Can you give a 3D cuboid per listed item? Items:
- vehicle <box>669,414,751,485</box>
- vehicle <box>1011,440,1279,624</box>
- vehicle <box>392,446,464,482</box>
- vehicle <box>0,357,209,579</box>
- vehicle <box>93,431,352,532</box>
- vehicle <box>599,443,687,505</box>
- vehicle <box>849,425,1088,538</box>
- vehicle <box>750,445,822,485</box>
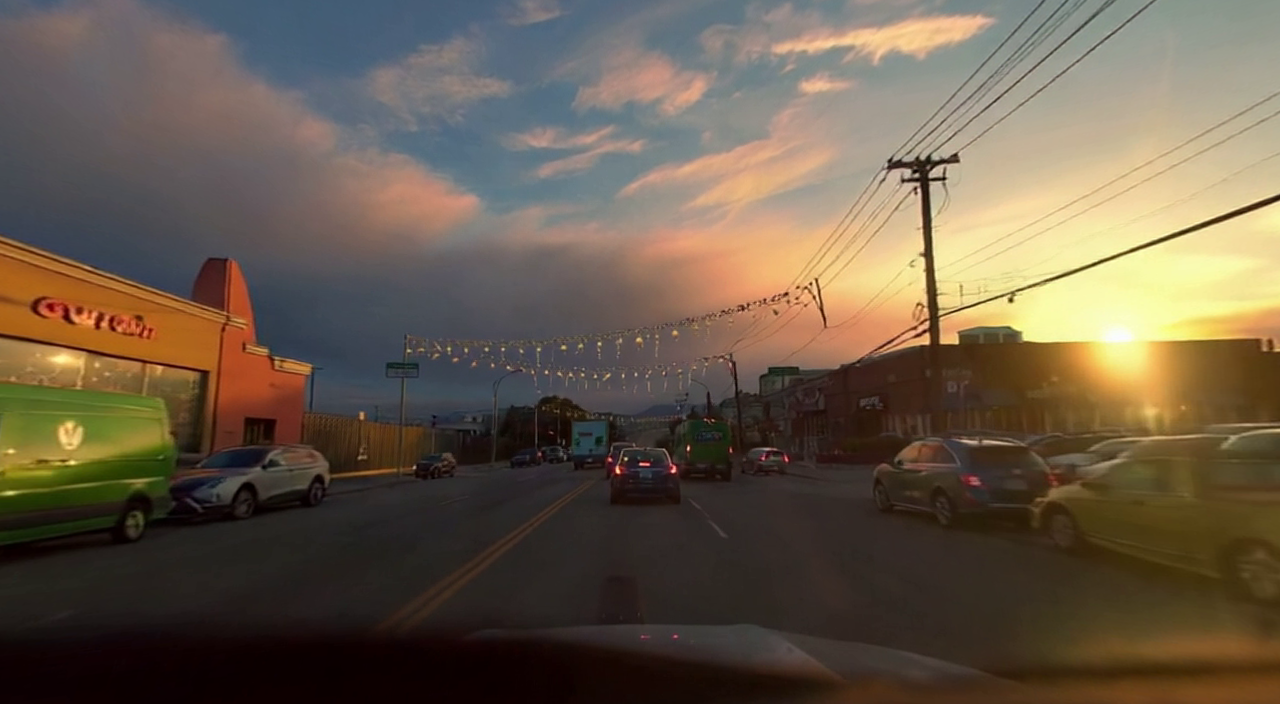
[{"bbox_3d":[2.700,4.045,26.143,2.649,2.583,5.800,0,-9,-1],"label":"vehicle"},{"bbox_3d":[6.120,1.662,6.393,1.876,1.471,4.657,0,-9,0],"label":"vehicle"},{"bbox_3d":[-9.867,5.265,29.752,1.962,1.529,4.109,2,-10,-1],"label":"vehicle"},{"bbox_3d":[-9.326,1.569,8.598,2.724,2.739,5.663,0,-9,1],"label":"vehicle"},{"bbox_3d":[-9.439,2.984,15.224,2.385,1.915,5.803,0,-9,-1],"label":"vehicle"},{"bbox_3d":[0.011,3.299,17.472,2.112,1.464,4.411,0,-9,-2],"label":"vehicle"},{"bbox_3d":[6.068,2.472,12.624,2.079,1.788,4.974,0,-9,0],"label":"vehicle"},{"bbox_3d":[5.891,4.616,25.990,1.824,1.481,4.057,0,-9,-3],"label":"vehicle"}]
